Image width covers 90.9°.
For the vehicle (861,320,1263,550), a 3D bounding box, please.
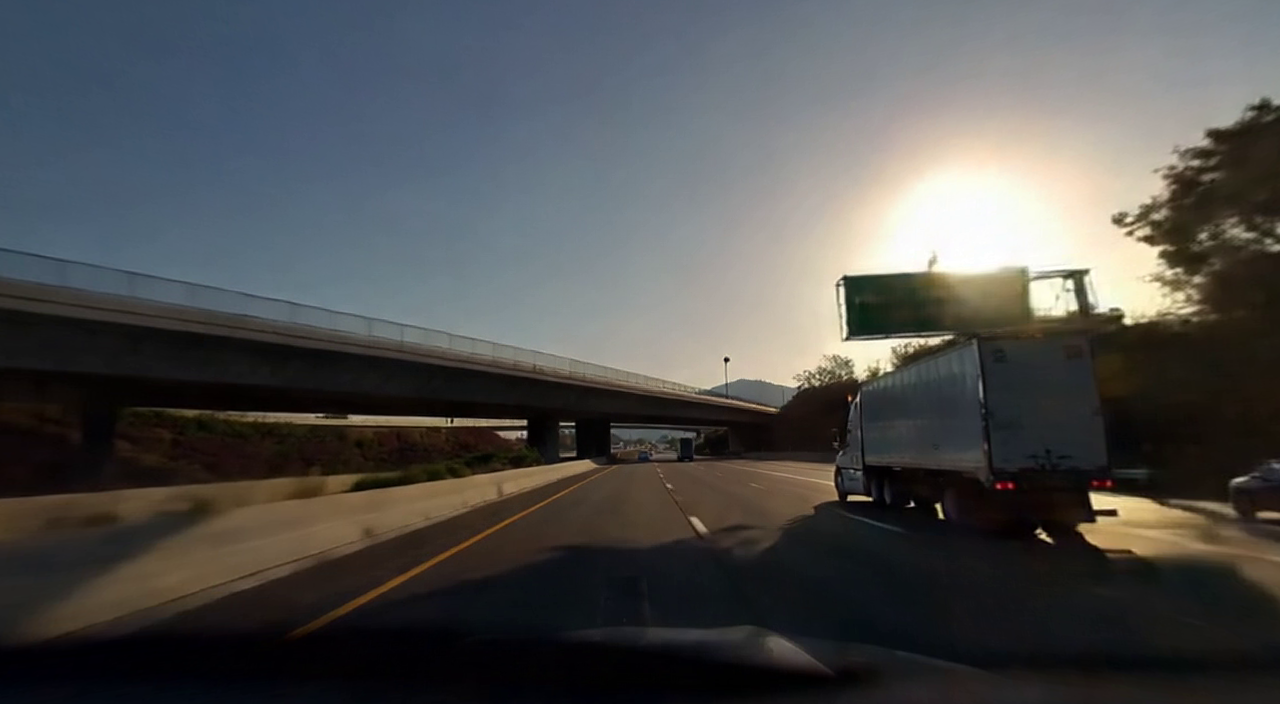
[{"bbox_3d":[7.148,1.710,12.555,2.690,3.197,7.515,0,-9,0],"label":"vehicle"}]
